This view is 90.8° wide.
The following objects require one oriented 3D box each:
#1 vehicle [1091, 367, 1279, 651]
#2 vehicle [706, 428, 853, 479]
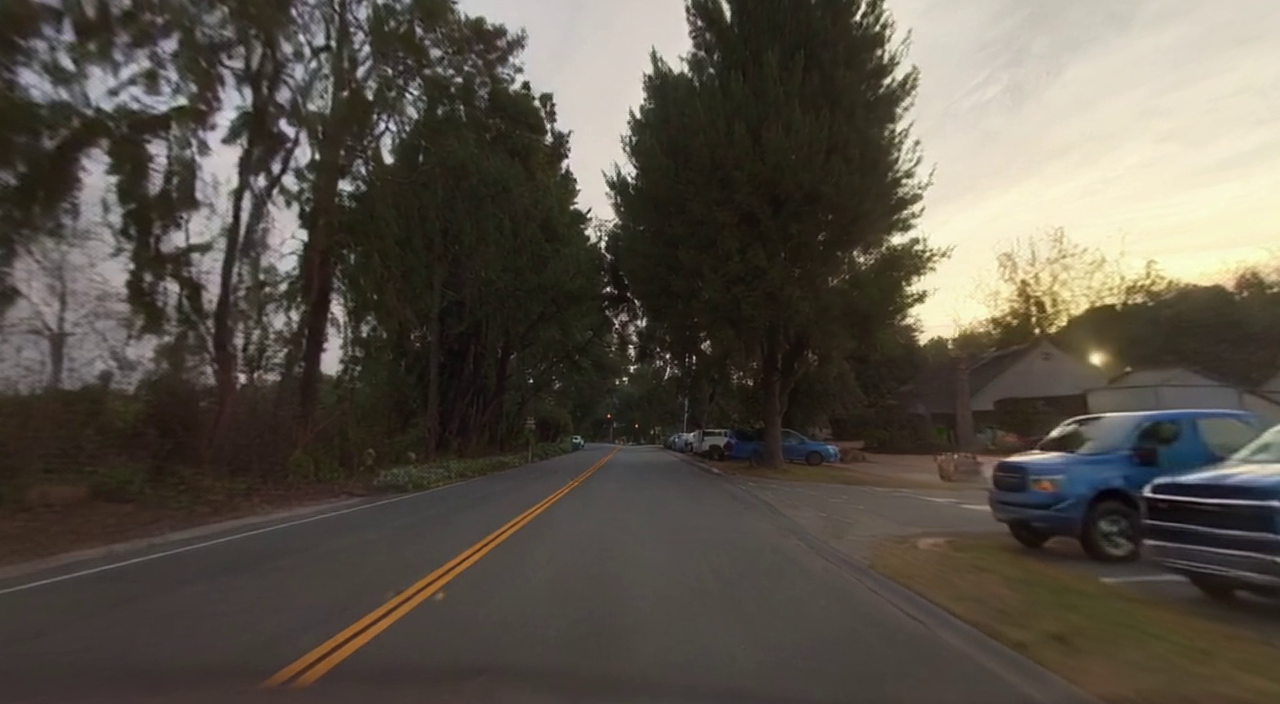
[{"bbox_3d":[6.712,1.130,4.824,4.937,1.879,2.156,0,-8,-4],"label":"vehicle"},{"bbox_3d":[5.944,4.419,27.682,5.797,2.070,2.502,0,-8,-1],"label":"vehicle"}]
